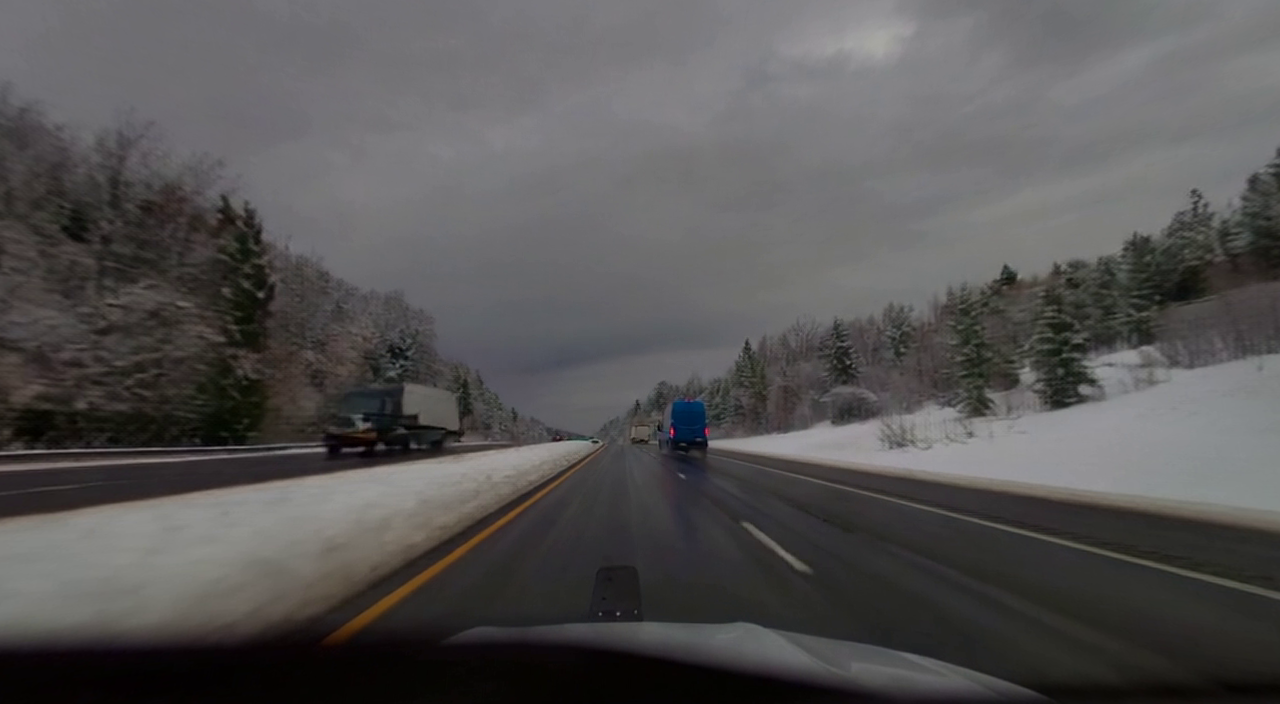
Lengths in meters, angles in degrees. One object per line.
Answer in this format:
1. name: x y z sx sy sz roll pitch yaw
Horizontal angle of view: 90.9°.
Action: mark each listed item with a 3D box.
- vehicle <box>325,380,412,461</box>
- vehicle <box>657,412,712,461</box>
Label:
1. vehicle: -13.782 3.521 32.229 2.973 3.886 2.899 0 -8 0
2. vehicle: 2.480 4.961 37.043 2.570 2.596 6.082 0 -8 -2
